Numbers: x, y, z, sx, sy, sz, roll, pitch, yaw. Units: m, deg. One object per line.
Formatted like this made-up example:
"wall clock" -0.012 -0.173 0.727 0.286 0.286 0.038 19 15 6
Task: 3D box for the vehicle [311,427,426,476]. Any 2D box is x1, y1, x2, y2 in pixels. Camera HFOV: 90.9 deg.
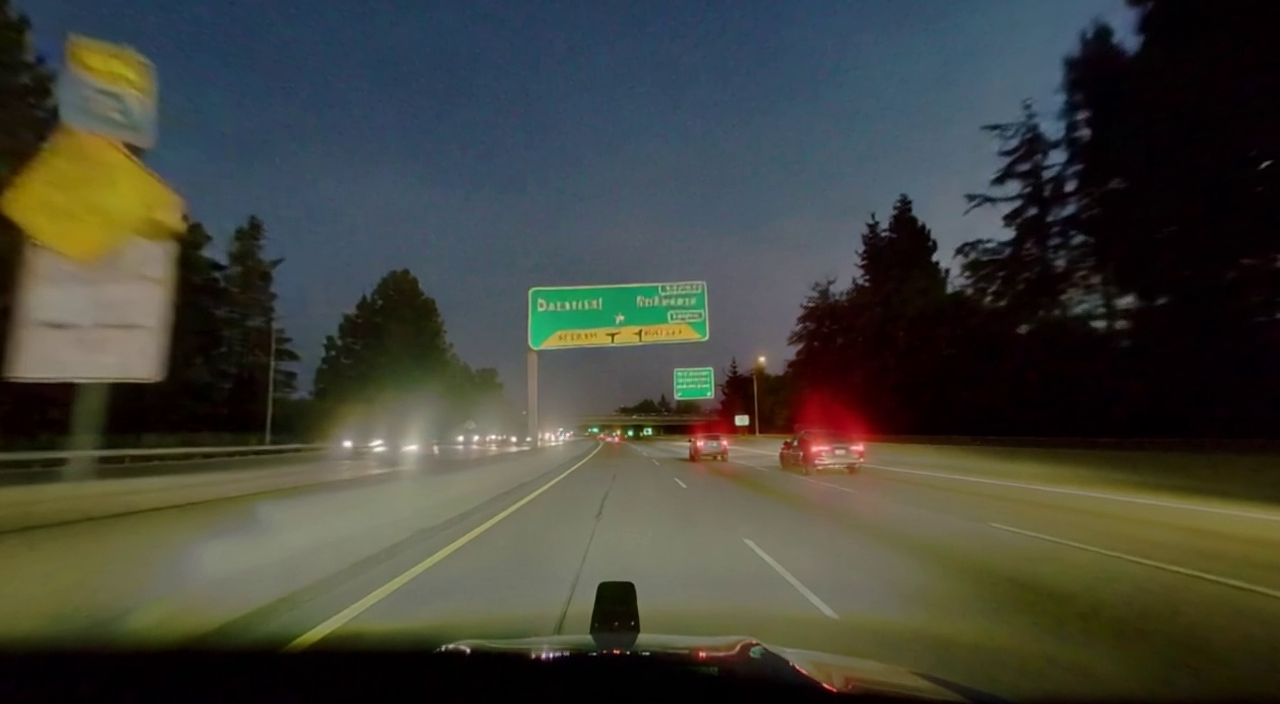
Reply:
"vehicle" -8.952 3.294 21.282 1.987 1.445 4.485 0 -8 -1

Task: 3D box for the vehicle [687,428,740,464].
"vehicle" 3.444 4.466 30.178 1.938 1.578 3.764 0 -8 -3
